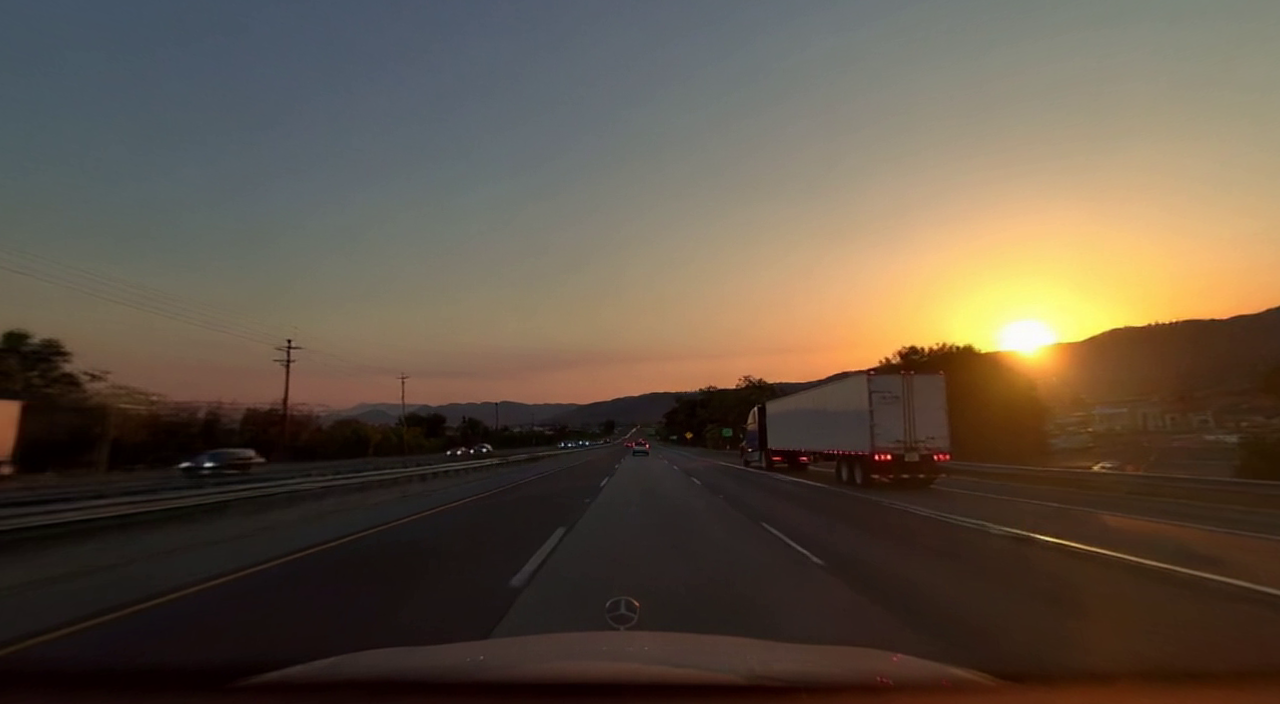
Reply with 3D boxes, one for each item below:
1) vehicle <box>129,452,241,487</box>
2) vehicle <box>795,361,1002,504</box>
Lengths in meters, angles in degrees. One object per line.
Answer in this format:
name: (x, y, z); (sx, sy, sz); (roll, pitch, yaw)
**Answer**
vehicle: (-21.811, 5.609, 30.521); (1.964, 1.493, 4.550); (0, -8, 1)
vehicle: (6.786, 2.375, 18.267); (2.793, 3.204, 7.997); (-1, -8, 2)
